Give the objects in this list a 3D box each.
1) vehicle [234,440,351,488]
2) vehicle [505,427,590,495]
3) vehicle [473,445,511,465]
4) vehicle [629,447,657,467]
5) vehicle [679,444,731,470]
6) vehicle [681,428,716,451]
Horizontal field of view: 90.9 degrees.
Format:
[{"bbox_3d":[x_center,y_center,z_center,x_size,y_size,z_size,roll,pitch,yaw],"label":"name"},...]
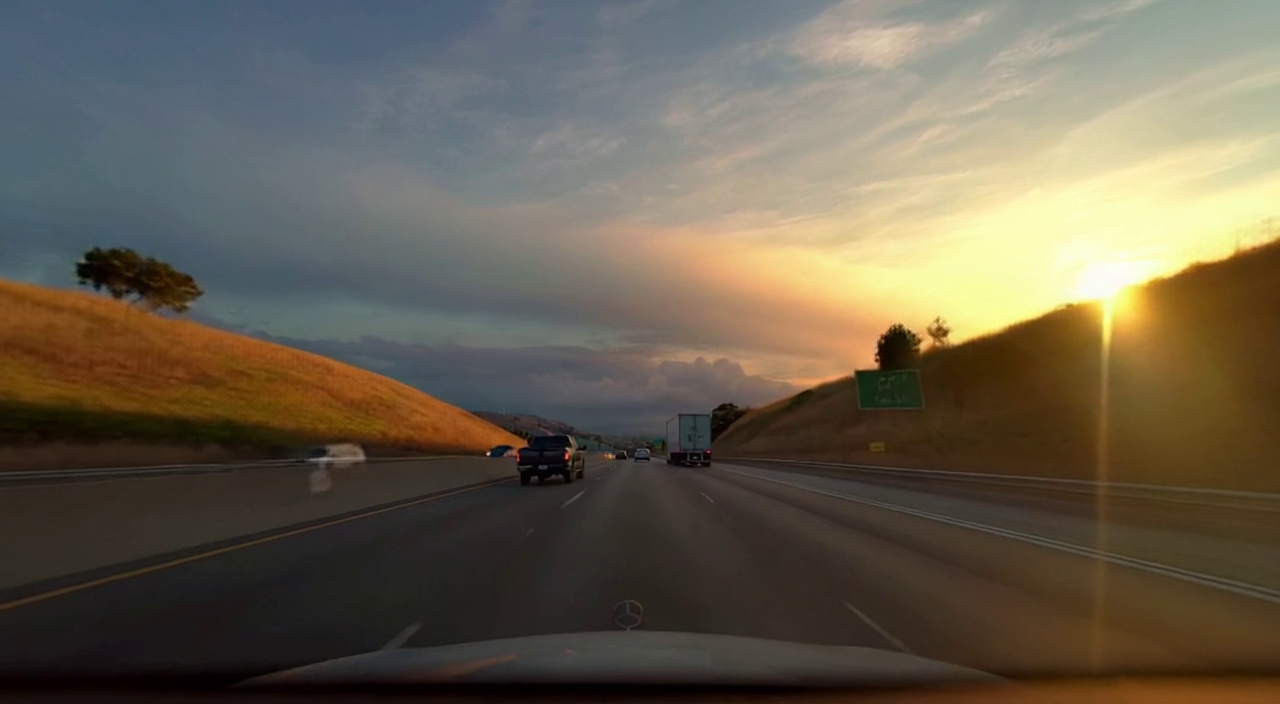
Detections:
[{"bbox_3d":[-14.521,4.695,26.747,2.078,1.797,4.966,0,-9,1],"label":"vehicle"},{"bbox_3d":[-2.996,3.651,21.427,2.142,2.044,4.446,0,-9,1],"label":"vehicle"},{"bbox_3d":[-11.231,7.845,48.109,1.939,1.460,4.031,0,-8,-1],"label":"vehicle"},{"bbox_3d":[0.231,8.225,49.565,2.086,1.497,3.681,0,-9,0],"label":"vehicle"},{"bbox_3d":[4.292,7.204,43.514,2.654,1.574,9.537,-1,-9,0],"label":"vehicle"},{"bbox_3d":[4.123,6.256,44.796,1.968,1.547,4.215,0,-9,-2],"label":"vehicle"}]
